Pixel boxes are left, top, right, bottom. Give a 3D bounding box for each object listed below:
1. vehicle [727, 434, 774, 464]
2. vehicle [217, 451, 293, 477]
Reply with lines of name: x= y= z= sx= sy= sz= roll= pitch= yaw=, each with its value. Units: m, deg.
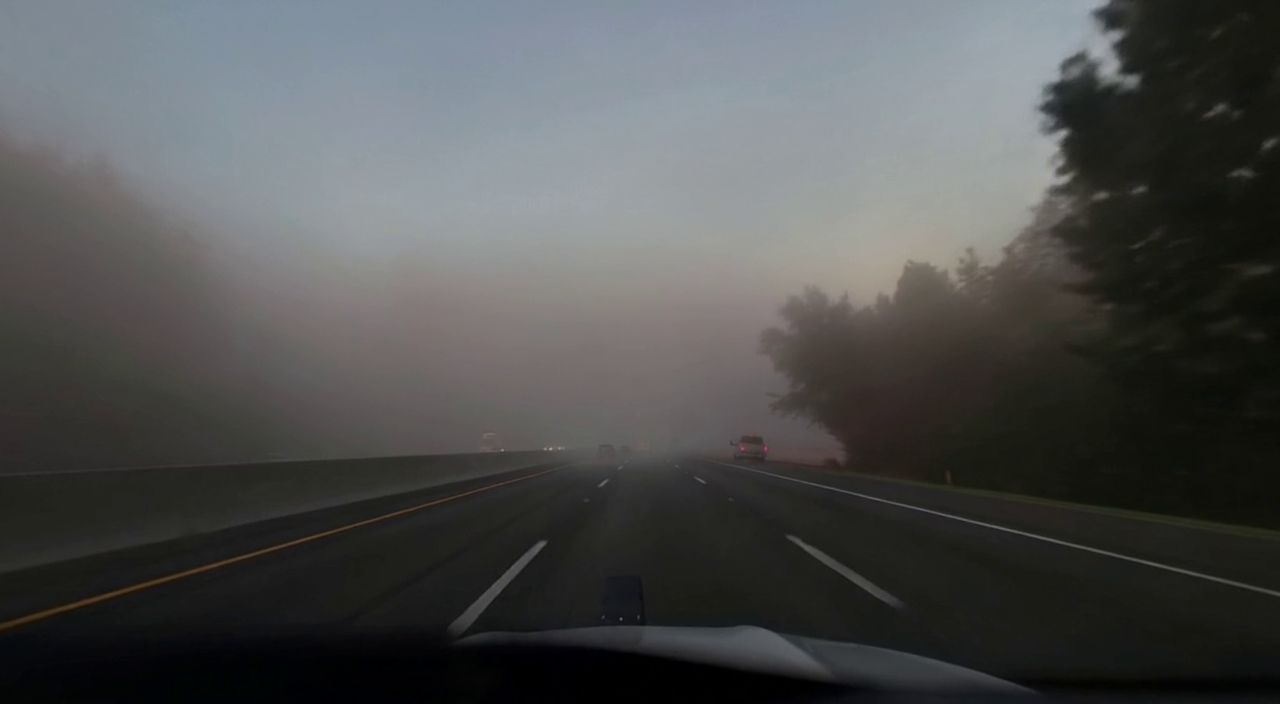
vehicle: x=8.310 y=7.395 z=48.029 sx=2.440 sy=2.132 sz=6.219 roll=0 pitch=-9 yaw=0
vehicle: x=-24.625 y=7.172 z=40.482 sx=1.877 sy=1.531 sz=4.712 roll=0 pitch=-9 yaw=0
